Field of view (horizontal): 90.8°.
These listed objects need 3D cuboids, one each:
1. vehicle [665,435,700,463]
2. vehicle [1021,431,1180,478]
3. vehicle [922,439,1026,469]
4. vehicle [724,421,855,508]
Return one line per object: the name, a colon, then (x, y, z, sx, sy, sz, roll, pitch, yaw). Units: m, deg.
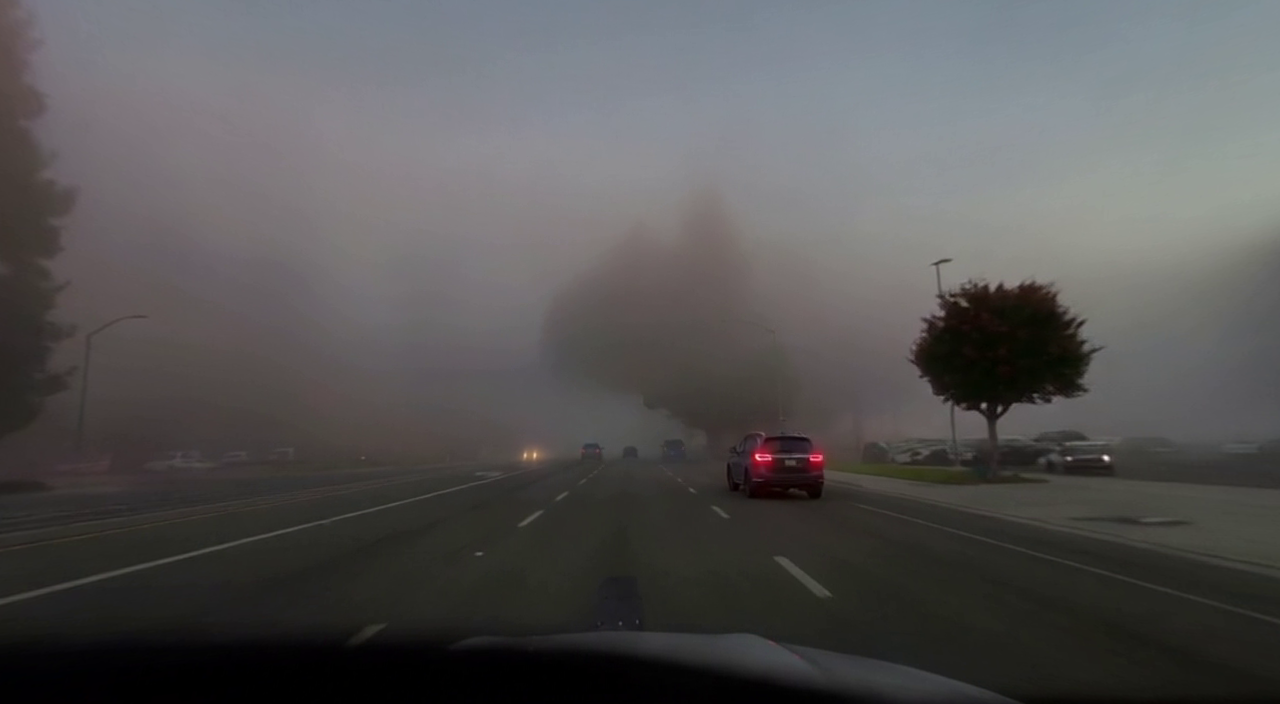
vehicle: (3.267, 7.613, 49.651, 2.197, 2.034, 4.667, 0, -8, -2)
vehicle: (18.031, 4.018, 24.853, 4.970, 1.700, 2.108, 2, -9, -11)
vehicle: (16.773, 5.129, 31.817, 4.203, 1.424, 2.077, 2, -9, -11)
vehicle: (3.446, 2.701, 15.545, 2.060, 1.816, 4.343, 0, -8, -1)
